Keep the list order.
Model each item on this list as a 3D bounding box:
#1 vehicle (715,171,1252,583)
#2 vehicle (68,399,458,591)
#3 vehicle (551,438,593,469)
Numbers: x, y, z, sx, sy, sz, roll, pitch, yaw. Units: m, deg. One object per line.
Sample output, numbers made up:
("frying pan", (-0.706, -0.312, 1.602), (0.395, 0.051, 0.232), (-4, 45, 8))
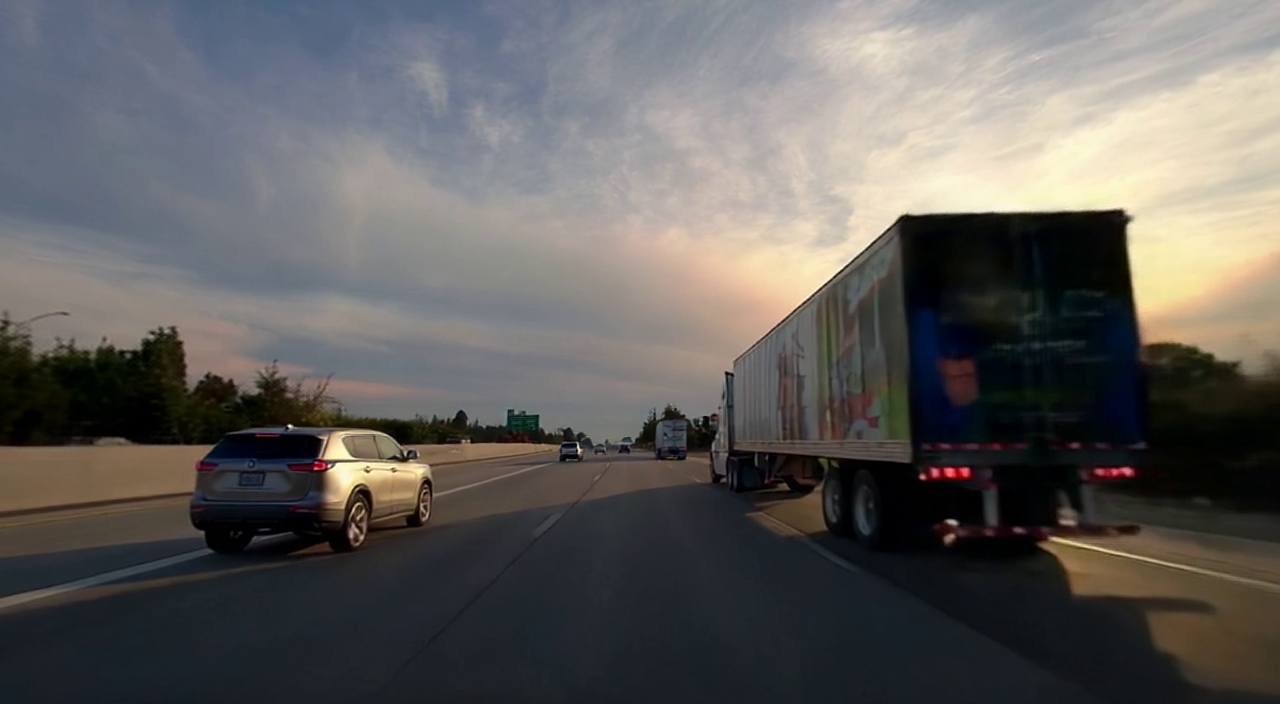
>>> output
("vehicle", (4.067, 1.201, 13.025), (2.933, 4.016, 13.949), (0, -9, -1))
("vehicle", (-4.164, 1.676, 8.198), (2.202, 1.760, 4.617), (0, -9, 0))
("vehicle", (-4.039, 6.142, 38.182), (2.139, 1.716, 4.530), (0, -9, -1))
